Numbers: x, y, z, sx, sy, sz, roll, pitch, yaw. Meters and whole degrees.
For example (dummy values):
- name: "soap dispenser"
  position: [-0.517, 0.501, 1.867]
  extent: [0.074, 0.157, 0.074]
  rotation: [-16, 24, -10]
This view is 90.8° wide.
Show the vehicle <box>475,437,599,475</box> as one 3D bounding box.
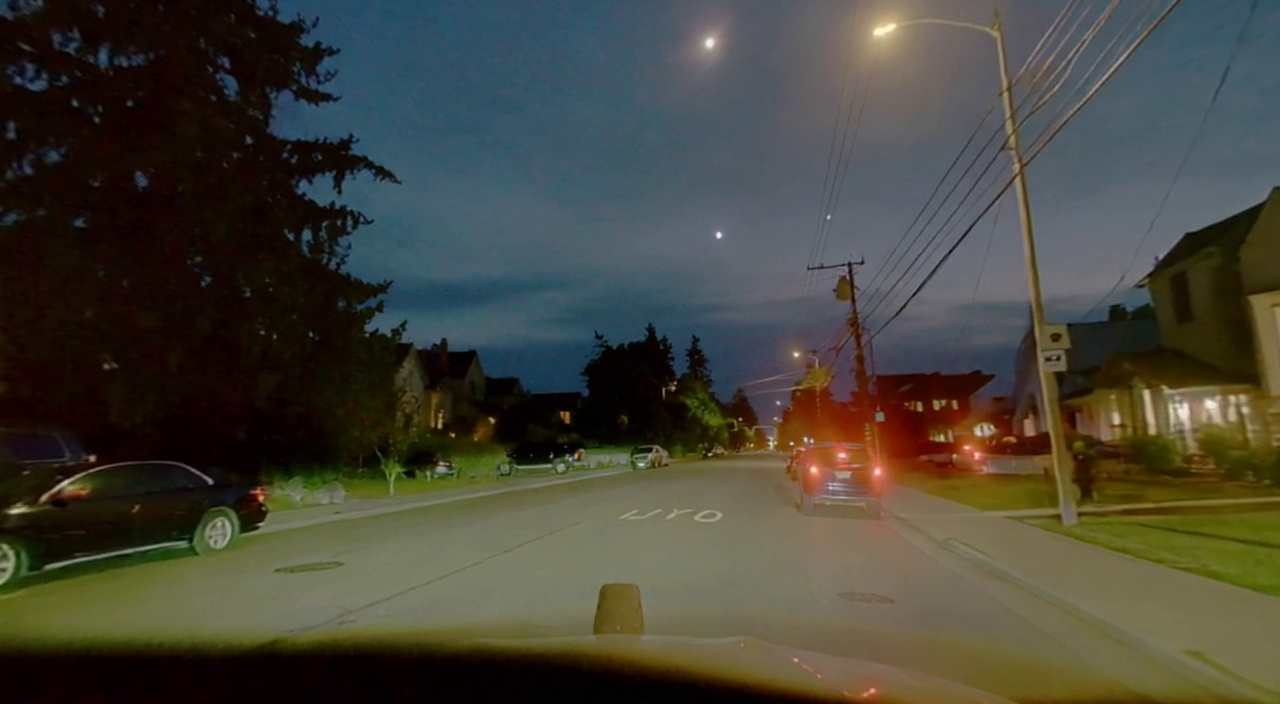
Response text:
- name: "vehicle"
  position: [-5.802, 5.849, 35.807]
  extent: [6.488, 2.009, 2.354]
  rotation: [-2, -9, 12]

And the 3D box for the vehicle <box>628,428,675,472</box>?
- name: "vehicle"
  position: [0.908, 6.954, 45.136]
  extent: [2.199, 2.902, 5.848]
  rotation: [-2, -9, 12]

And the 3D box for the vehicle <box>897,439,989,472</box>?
- name: "vehicle"
  position: [16.131, 5.537, 33.883]
  extent: [4.075, 1.674, 1.811]
  rotation: [-2, -9, 13]

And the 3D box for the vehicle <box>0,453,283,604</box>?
- name: "vehicle"
  position: [-7.066, 2.015, 7.844]
  extent: [1.968, 1.449, 4.502]
  rotation: [-2, -9, 13]

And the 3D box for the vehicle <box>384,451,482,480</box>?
- name: "vehicle"
  position: [-10.662, 5.858, 32.672]
  extent: [4.481, 1.420, 1.712]
  rotation: [-1, -9, 9]

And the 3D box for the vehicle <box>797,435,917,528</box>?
- name: "vehicle"
  position: [4.136, 2.477, 12.566]
  extent: [1.908, 1.572, 3.105]
  rotation: [-2, -9, 13]
